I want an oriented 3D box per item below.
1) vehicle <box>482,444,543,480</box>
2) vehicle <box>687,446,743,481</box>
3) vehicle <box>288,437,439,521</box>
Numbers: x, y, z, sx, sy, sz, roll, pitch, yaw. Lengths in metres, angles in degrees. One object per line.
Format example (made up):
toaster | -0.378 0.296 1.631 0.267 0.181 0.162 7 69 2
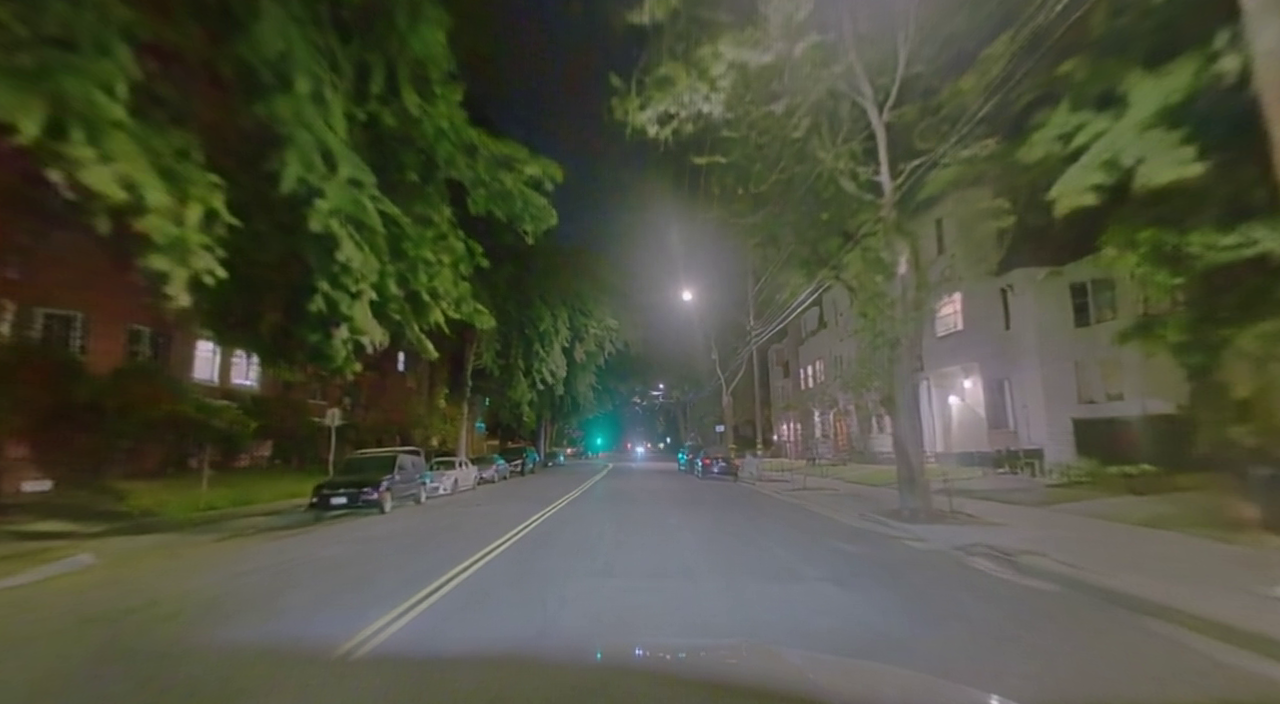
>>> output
vehicle | -6.822 5.926 34.379 2.151 1.789 5.482 0 -9 0
vehicle | 3.274 4.949 28.393 1.869 1.453 4.237 0 -9 -2
vehicle | -6.776 3.120 16.113 1.963 1.820 4.297 0 -9 -1
